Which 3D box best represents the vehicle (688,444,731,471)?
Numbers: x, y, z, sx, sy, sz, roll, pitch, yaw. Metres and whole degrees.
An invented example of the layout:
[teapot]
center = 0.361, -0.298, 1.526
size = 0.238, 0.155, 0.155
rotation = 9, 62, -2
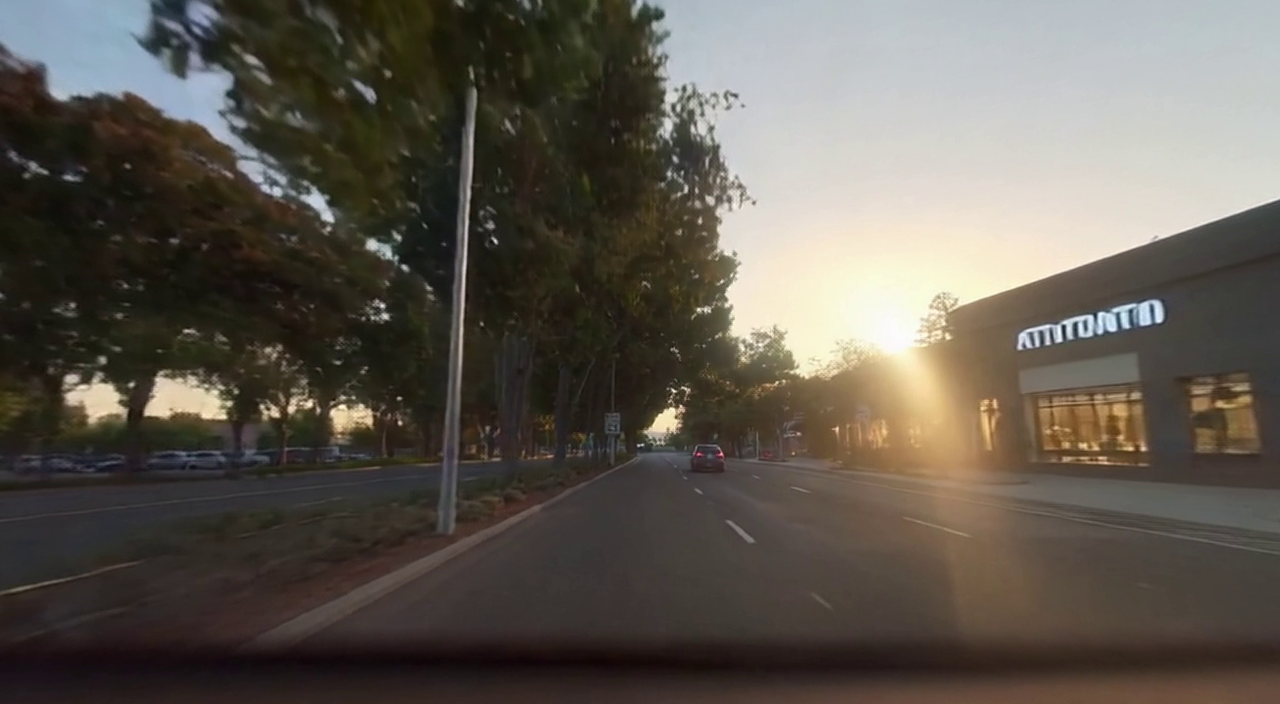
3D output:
[vehicle]
center = 4.091, 6.282, 37.587
size = 2.015, 1.479, 4.444
rotation = 0, -9, 0
